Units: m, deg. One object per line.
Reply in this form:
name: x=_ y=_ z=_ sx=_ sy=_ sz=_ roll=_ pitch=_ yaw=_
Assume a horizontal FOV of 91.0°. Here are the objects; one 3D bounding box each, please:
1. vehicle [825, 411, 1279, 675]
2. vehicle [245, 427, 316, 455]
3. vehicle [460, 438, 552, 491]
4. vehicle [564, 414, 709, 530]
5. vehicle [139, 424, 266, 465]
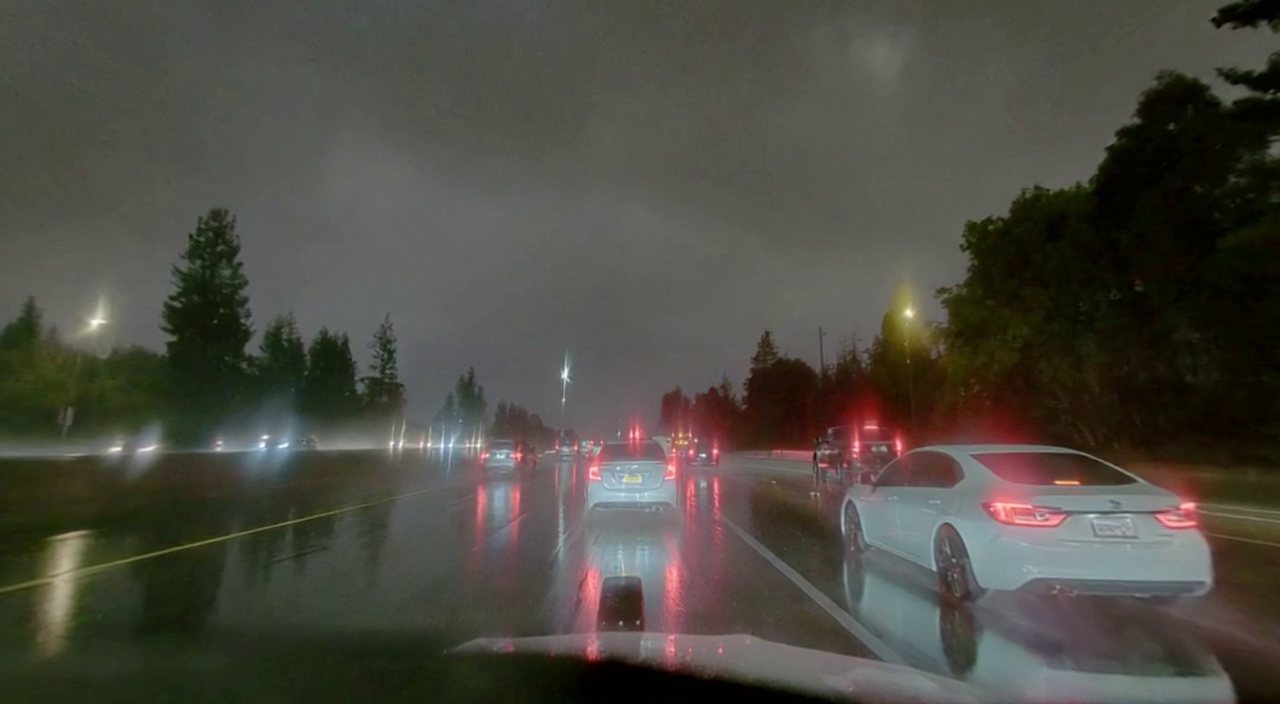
vehicle: x=3.378 y=1.449 z=5.890 sx=1.975 sy=1.532 sz=4.227 roll=0 pitch=-9 yaw=0
vehicle: x=-22.736 y=5.699 z=40.022 sx=1.981 sy=1.633 sz=4.445 roll=1 pitch=-9 yaw=-1
vehicle: x=-4.231 y=3.616 z=20.627 sx=2.023 sy=1.497 sz=4.526 roll=0 pitch=-9 yaw=0
vehicle: x=-0.062 y=2.125 z=11.595 sx=2.181 sy=1.728 sz=3.970 roll=0 pitch=-9 yaw=0
vehicle: x=-18.154 y=3.887 z=26.460 sx=2.022 sy=1.534 sz=4.699 roll=1 pitch=-9 yaw=-1
